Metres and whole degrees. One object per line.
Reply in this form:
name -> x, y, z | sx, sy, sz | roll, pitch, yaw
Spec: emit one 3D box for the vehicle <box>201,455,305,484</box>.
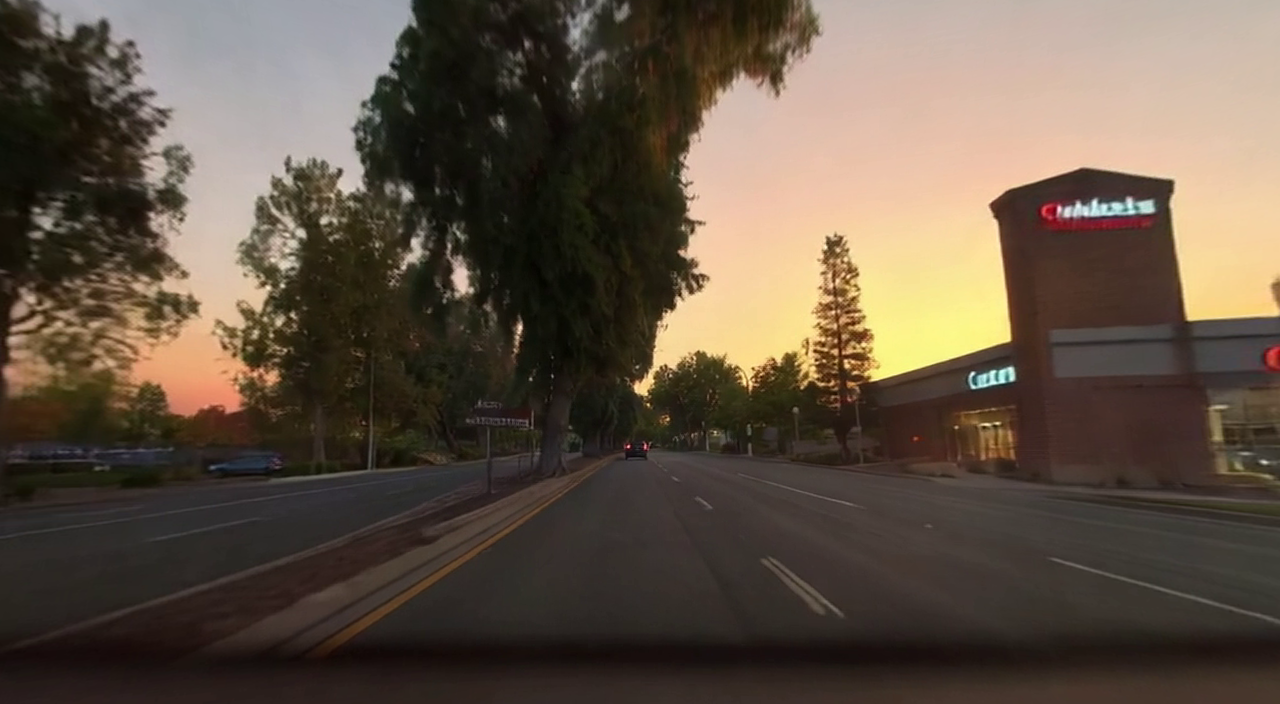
vehicle -> -21.324, 6.446, 34.863 | 4.665, 1.486, 1.918 | -2, -9, 9
